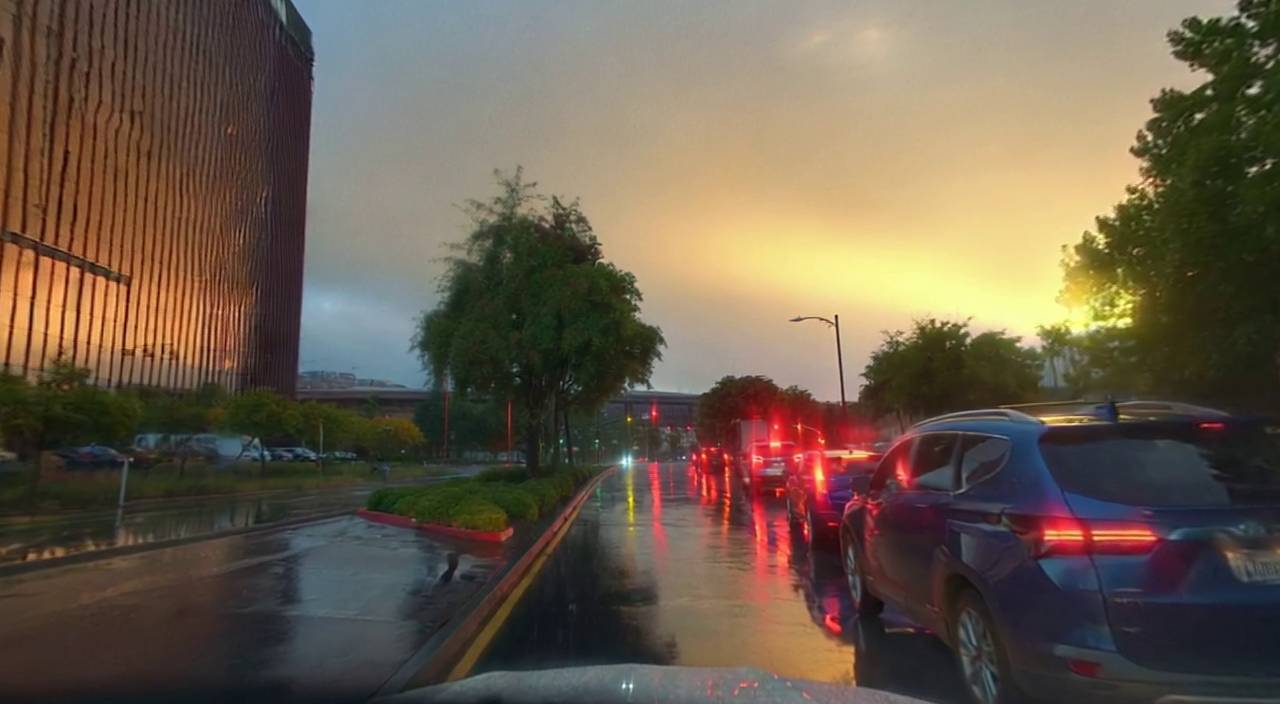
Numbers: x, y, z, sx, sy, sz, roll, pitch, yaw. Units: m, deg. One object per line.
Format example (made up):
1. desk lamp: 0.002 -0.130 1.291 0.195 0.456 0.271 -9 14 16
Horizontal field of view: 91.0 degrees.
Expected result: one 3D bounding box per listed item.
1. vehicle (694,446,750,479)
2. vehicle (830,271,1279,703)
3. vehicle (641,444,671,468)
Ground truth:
1. vehicle: 4.107 5.589 32.177 2.183 1.553 3.923 0 -9 -2
2. vehicle: 2.453 1.007 3.475 2.092 1.703 4.870 -2 -9 10
3. vehicle: 1.308 8.132 49.490 2.121 1.728 4.161 -1 -9 5
